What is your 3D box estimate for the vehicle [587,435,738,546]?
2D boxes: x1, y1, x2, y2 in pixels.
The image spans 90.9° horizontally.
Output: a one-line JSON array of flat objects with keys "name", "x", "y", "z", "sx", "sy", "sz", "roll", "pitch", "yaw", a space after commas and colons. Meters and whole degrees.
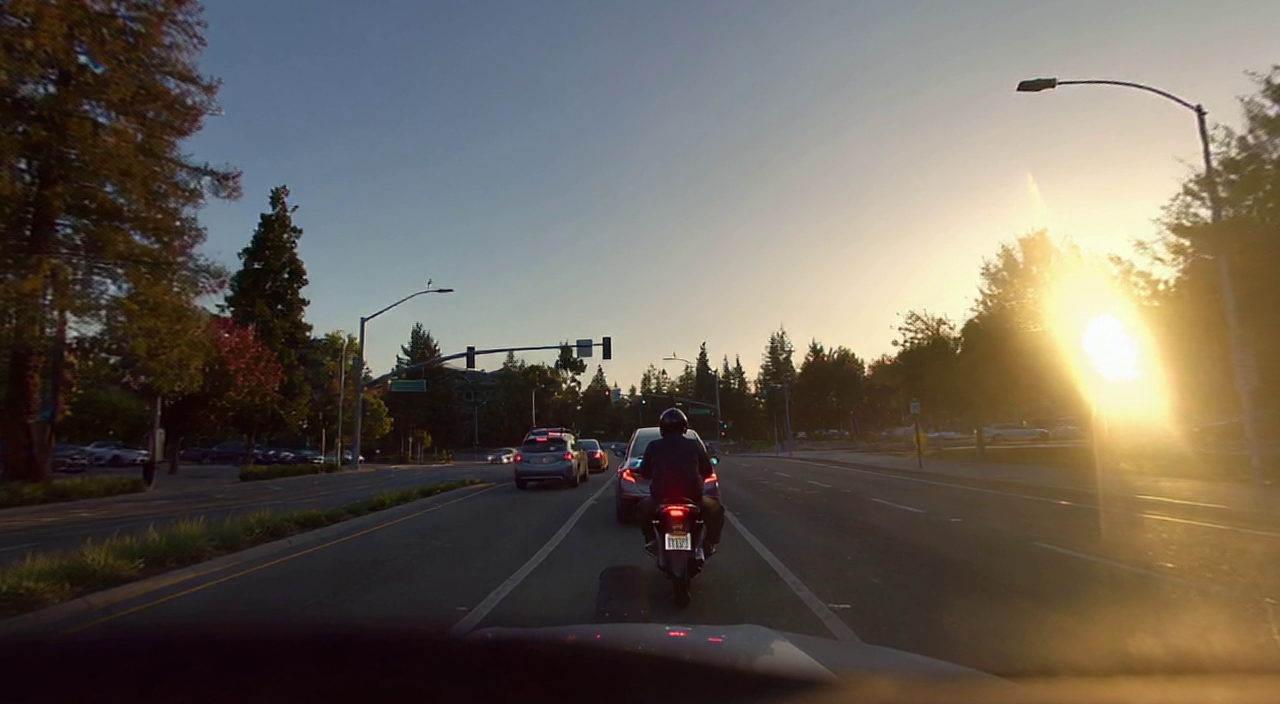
[{"name": "vehicle", "x": 0.330, "y": 2.184, "z": 10.754, "sx": 2.009, "sy": 1.450, "sz": 4.608, "roll": -1, "pitch": -8, "yaw": 1}]

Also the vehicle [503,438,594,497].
[{"name": "vehicle", "x": -2.544, "y": 3.297, "z": 18.444, "sx": 1.979, "sy": 1.499, "sz": 3.840, "roll": -1, "pitch": -8, "yaw": 2}]
